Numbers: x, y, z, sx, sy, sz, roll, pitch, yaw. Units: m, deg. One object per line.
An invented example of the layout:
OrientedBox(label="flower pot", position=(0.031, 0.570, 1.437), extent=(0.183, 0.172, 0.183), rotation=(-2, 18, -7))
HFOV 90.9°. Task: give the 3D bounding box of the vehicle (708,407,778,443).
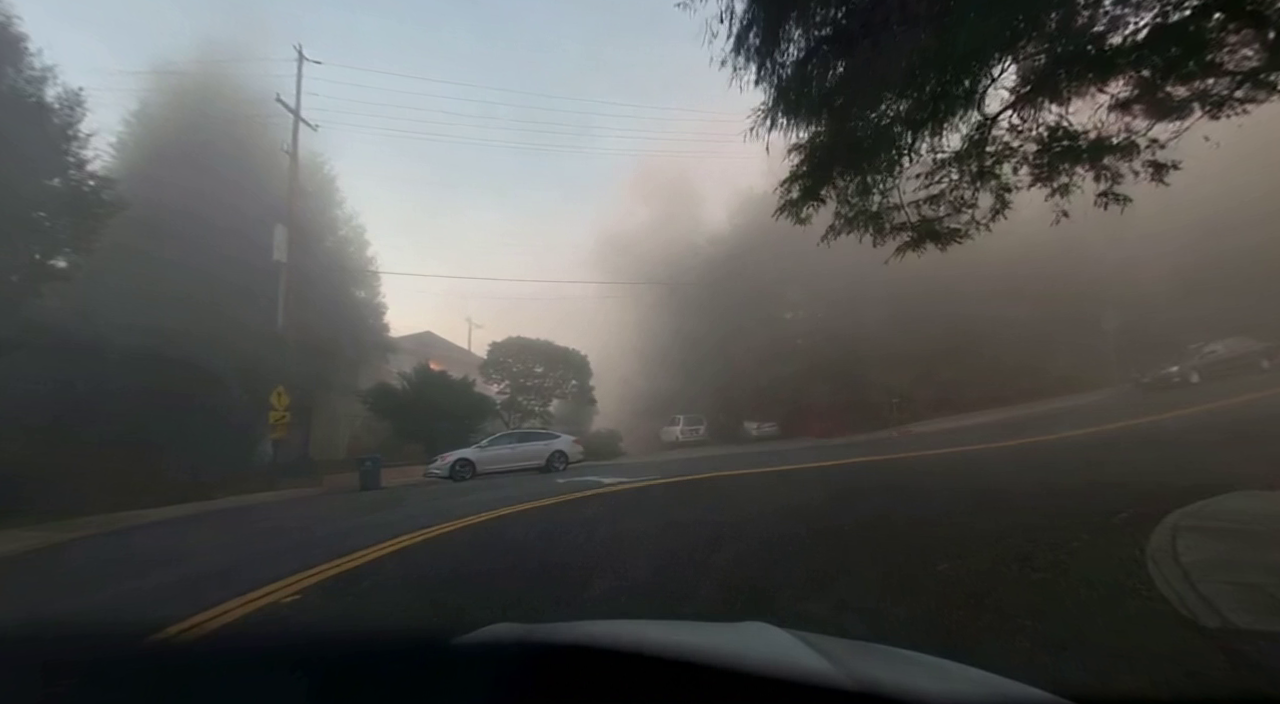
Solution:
OrientedBox(label="vehicle", position=(5.449, 4.057, 34.235), extent=(2.216, 1.728, 5.118), rotation=(1, -9, -9))

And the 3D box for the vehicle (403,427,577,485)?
OrientedBox(label="vehicle", position=(-4.461, 3.099, 18.957), extent=(4.696, 1.534, 1.912), rotation=(5, -10, -28))

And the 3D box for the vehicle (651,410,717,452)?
OrientedBox(label="vehicle", position=(2.267, 4.199, 34.299), extent=(2.413, 1.838, 4.977), rotation=(0, -3, -10))
